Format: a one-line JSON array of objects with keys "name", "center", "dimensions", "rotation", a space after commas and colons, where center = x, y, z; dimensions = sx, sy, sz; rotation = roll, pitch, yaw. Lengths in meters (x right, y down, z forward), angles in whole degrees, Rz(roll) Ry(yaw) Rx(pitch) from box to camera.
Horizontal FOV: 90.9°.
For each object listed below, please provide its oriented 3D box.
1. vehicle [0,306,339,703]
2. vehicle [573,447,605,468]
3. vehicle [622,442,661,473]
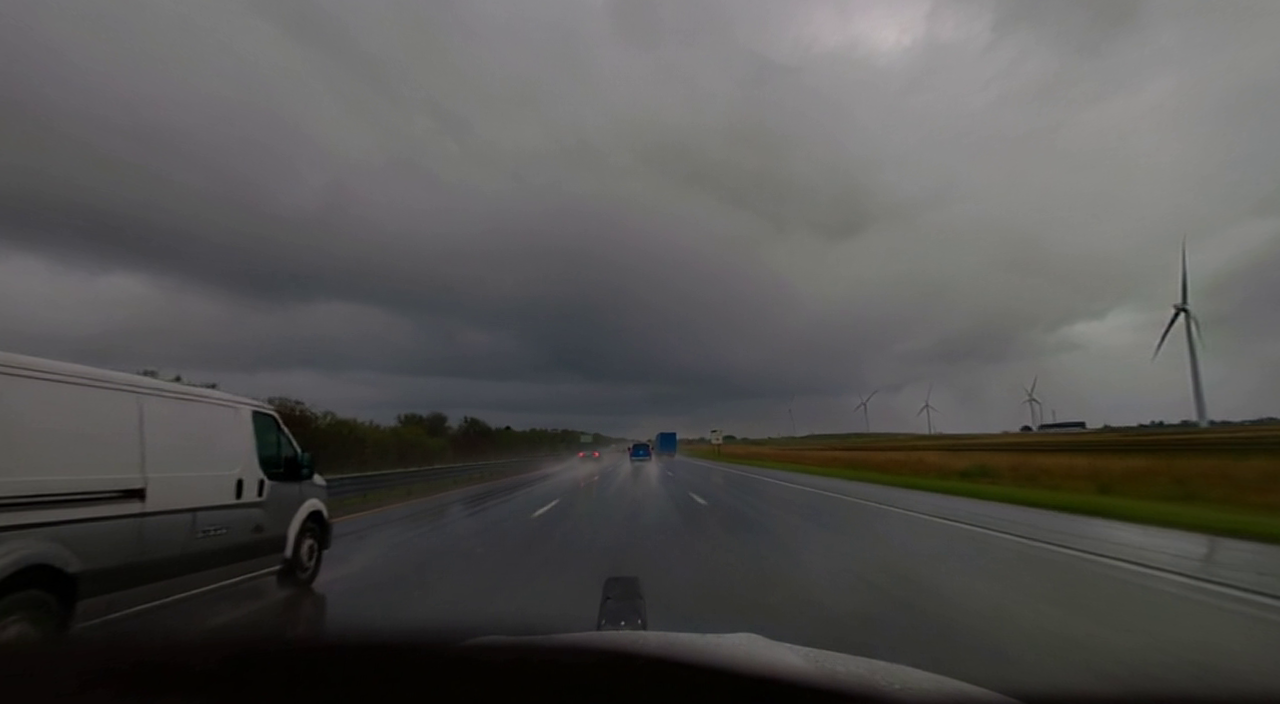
[{"name": "vehicle", "center": [-4.101, 0.925, 3.807], "dimensions": [2.238, 1.984, 4.650], "rotation": [0, -9, 0]}, {"name": "vehicle", "center": [-3.747, 7.841, 46.999], "dimensions": [1.984, 1.491, 4.341], "rotation": [0, -9, 0]}, {"name": "vehicle", "center": [0.068, 6.090, 36.521], "dimensions": [2.083, 1.689, 4.083], "rotation": [0, -9, 0]}]
